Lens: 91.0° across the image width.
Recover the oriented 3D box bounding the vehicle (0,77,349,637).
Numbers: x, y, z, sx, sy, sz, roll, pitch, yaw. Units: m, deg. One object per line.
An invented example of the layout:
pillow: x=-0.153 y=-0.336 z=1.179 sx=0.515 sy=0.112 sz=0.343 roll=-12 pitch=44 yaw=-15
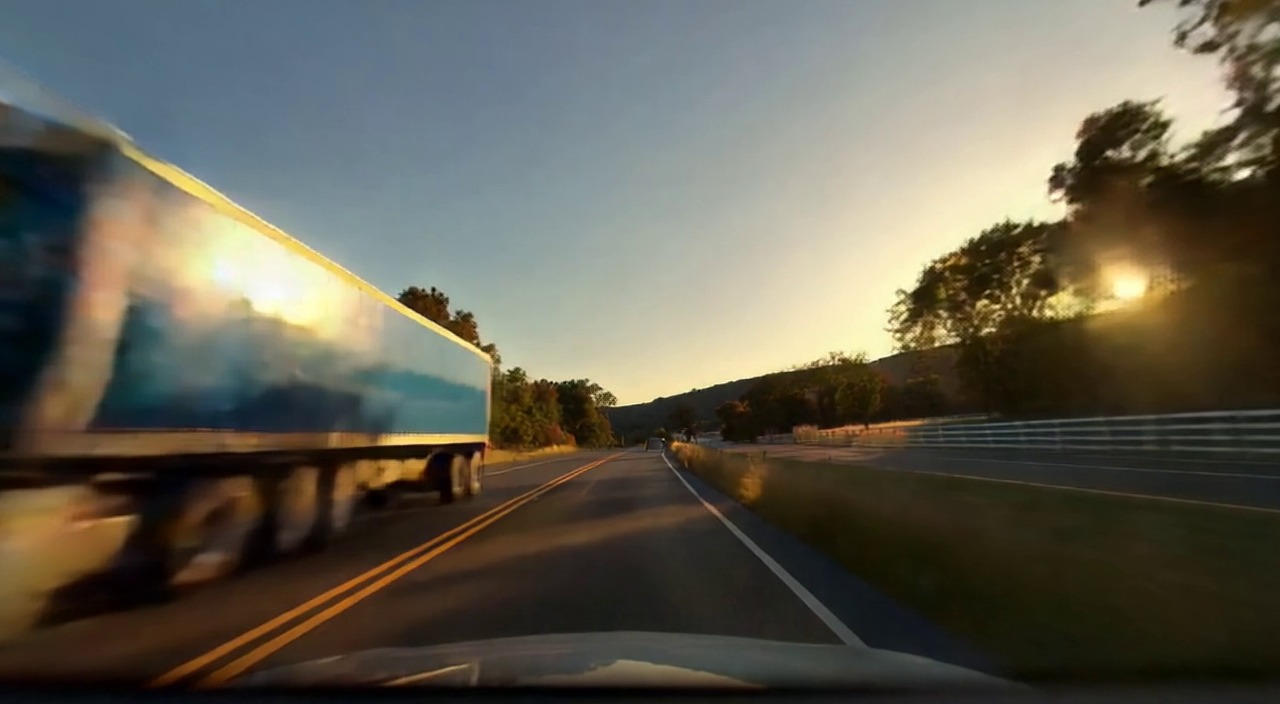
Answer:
vehicle: x=-6.280 y=0.379 z=6.795 sx=3.460 sy=3.937 sz=5.736 roll=-1 pitch=-8 yaw=0
